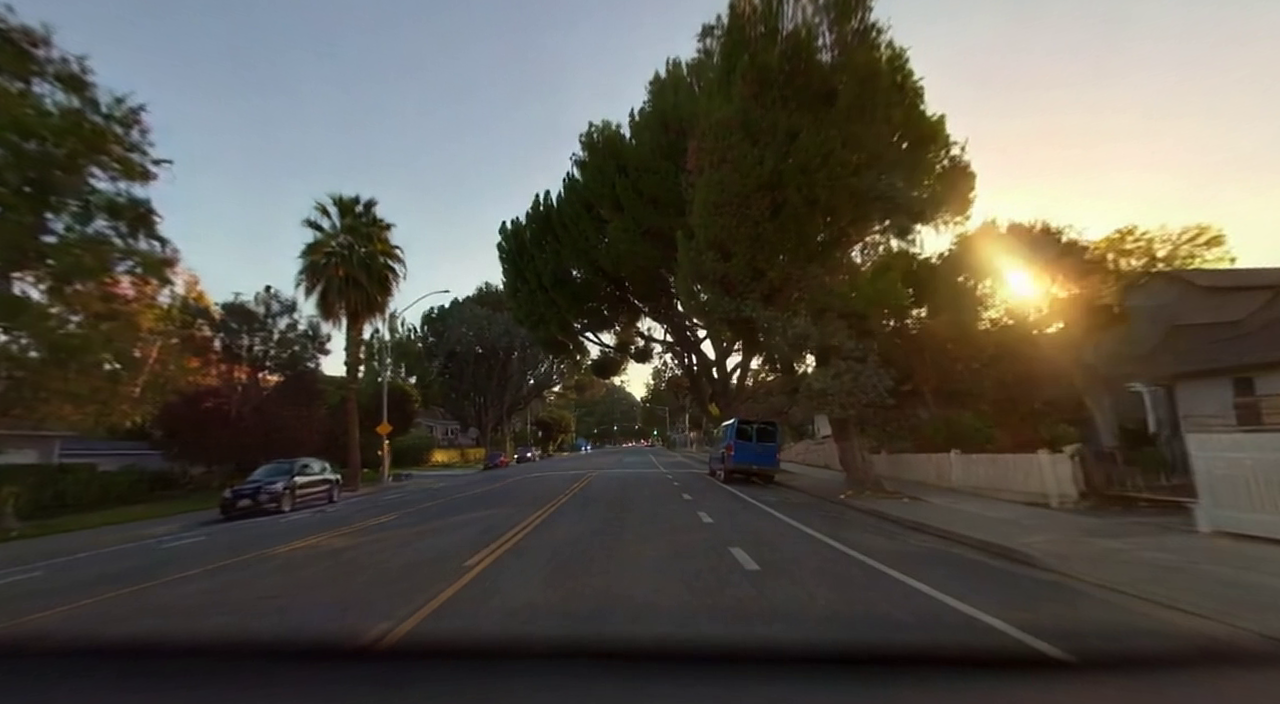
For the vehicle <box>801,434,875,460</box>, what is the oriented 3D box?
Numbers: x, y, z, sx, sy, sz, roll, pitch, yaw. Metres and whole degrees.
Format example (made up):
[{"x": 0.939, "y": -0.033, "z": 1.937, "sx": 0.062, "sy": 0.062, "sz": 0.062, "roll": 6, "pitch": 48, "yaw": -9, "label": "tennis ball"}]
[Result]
[{"x": 14.495, "y": 6.971, "z": 46.340, "sx": 4.699, "sy": 1.442, "sz": 1.838, "roll": -5, "pitch": -8, "yaw": -2, "label": "vehicle"}]

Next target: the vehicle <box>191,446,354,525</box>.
[{"x": -11.293, "y": 4.061, "z": 19.951, "sx": 2.301, "sy": 1.855, "sz": 4.983, "roll": -7, "pitch": -8, "yaw": -3, "label": "vehicle"}]

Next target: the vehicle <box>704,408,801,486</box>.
[{"x": 3.865, "y": 3.444, "z": 22.998, "sx": 2.459, "sy": 2.452, "sz": 5.731, "roll": 0, "pitch": -8, "yaw": 0, "label": "vehicle"}]
